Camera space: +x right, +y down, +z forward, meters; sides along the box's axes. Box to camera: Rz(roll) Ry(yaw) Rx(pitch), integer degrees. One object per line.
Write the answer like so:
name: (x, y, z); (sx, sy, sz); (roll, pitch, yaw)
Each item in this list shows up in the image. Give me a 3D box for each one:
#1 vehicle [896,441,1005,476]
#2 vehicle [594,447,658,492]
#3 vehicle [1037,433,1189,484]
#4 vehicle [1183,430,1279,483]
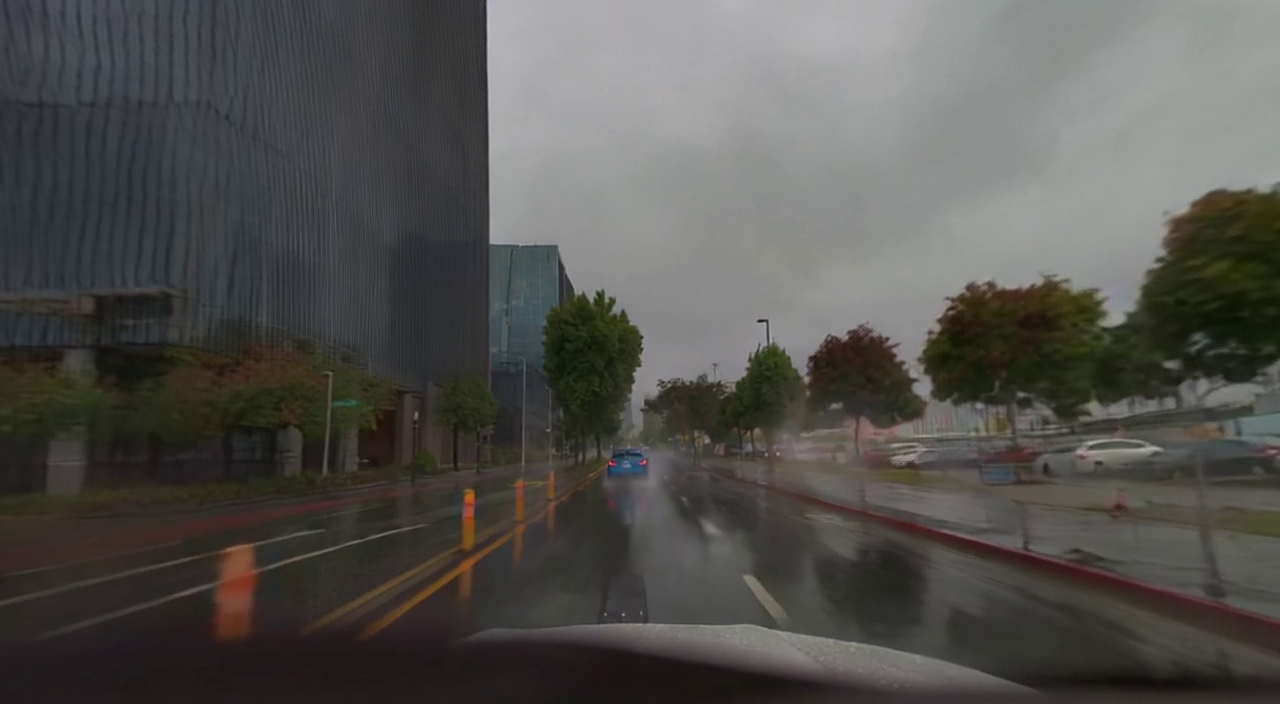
vehicle: (14.360, 4.914, 29.306); (4.003, 1.476, 1.884); (-2, -8, 2)
vehicle: (-0.538, 4.119, 22.447); (2.063, 1.442, 4.135); (0, -9, -2)
vehicle: (15.183, 3.438, 20.522); (1.913, 1.470, 3.714); (0, -9, -3)
vehicle: (19.728, 3.264, 19.784); (1.838, 1.539, 3.740); (0, -9, -4)
